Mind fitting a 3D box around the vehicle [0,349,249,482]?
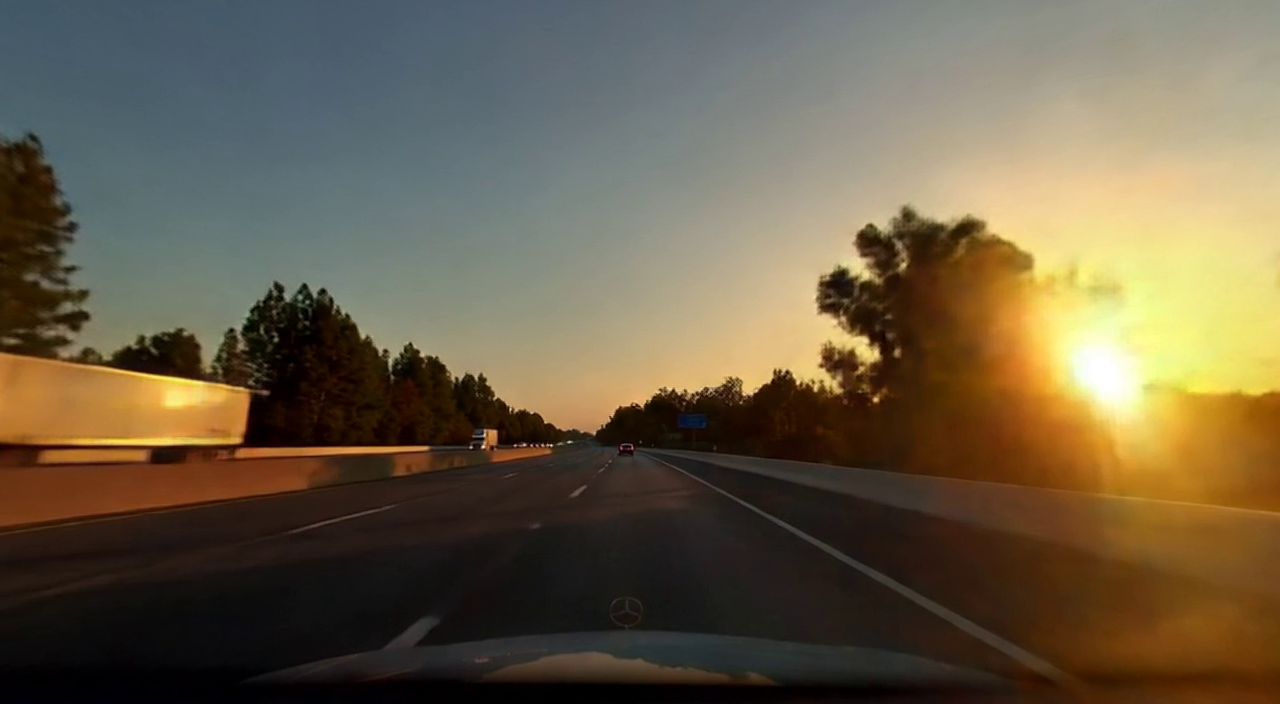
[{"bbox_3d":[-21.164,2.746,24.487,2.925,4.030,14.186,0,-9,-1],"label":"vehicle"}]
